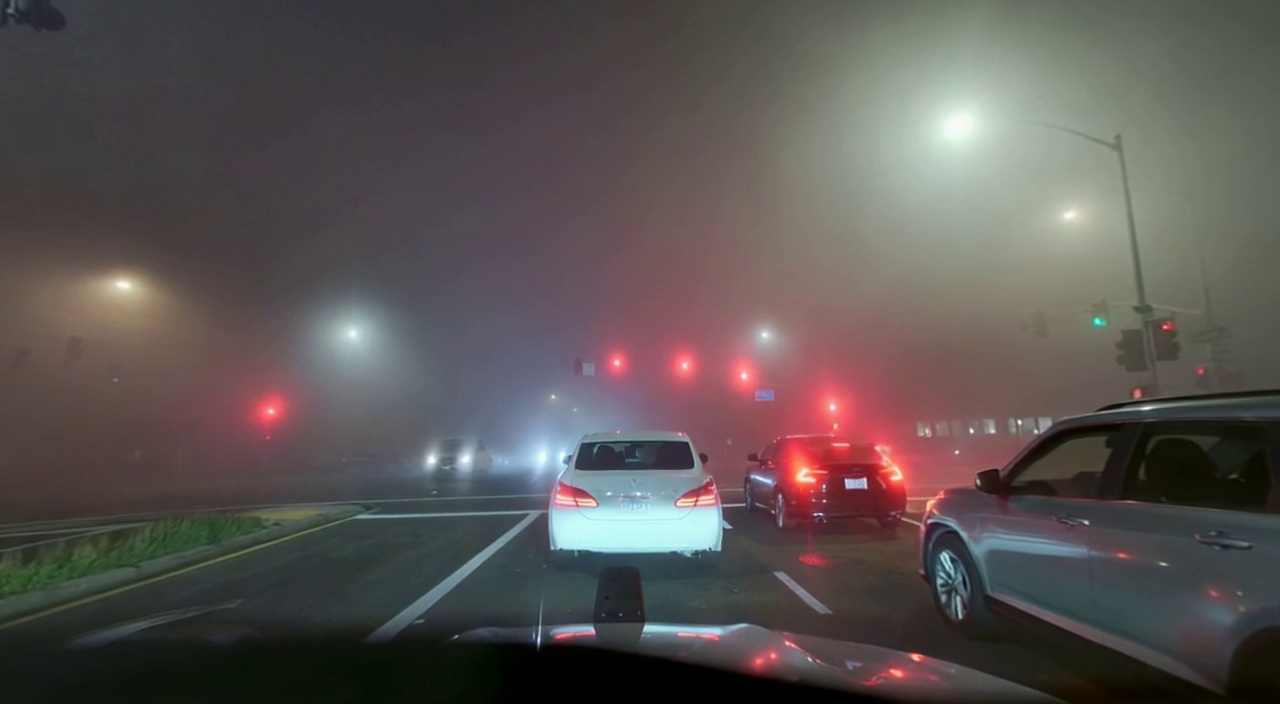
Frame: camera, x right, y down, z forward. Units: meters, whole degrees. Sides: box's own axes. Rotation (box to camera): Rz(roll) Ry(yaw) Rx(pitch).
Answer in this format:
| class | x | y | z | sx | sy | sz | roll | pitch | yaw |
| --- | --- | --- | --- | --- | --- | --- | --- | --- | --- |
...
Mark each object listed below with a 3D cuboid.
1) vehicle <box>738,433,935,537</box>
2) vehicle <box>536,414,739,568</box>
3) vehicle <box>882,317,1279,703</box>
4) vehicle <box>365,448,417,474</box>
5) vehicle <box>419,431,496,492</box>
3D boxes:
| class | x | y | z | sx | sy | sz | roll | pitch | yaw |
| --- | --- | --- | --- | --- | --- | --- | --- | --- | --- |
| vehicle | 3.159 | 2.231 | 11.283 | 2.001 | 1.463 | 4.398 | 0 | -8 | -2 |
| vehicle | -0.078 | 1.802 | 8.902 | 2.188 | 1.637 | 4.027 | 0 | -9 | -2 |
| vehicle | 3.011 | 0.880 | 2.795 | 2.103 | 1.701 | 4.294 | 0 | -9 | -1 |
| vehicle | -18.780 | 8.221 | 47.930 | 2.026 | 1.836 | 4.726 | 0 | -8 | 0 |
| vehicle | -6.378 | 3.707 | 21.724 | 2.021 | 1.837 | 4.448 | 3 | -9 | -21 |
